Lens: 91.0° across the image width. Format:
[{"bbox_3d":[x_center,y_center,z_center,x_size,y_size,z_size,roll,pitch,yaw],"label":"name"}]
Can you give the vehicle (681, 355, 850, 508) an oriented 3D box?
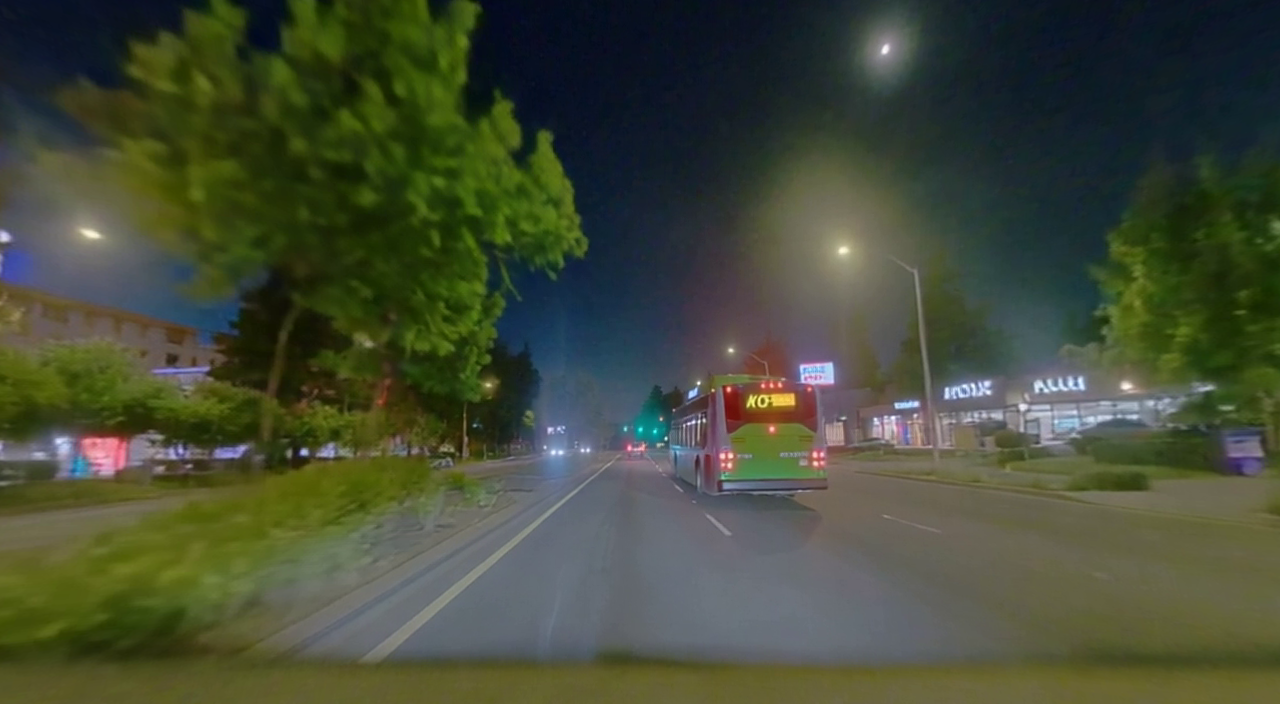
[{"bbox_3d":[3.024,2.387,18.383,2.766,3.306,9.281,0,-8,-2],"label":"vehicle"}]
